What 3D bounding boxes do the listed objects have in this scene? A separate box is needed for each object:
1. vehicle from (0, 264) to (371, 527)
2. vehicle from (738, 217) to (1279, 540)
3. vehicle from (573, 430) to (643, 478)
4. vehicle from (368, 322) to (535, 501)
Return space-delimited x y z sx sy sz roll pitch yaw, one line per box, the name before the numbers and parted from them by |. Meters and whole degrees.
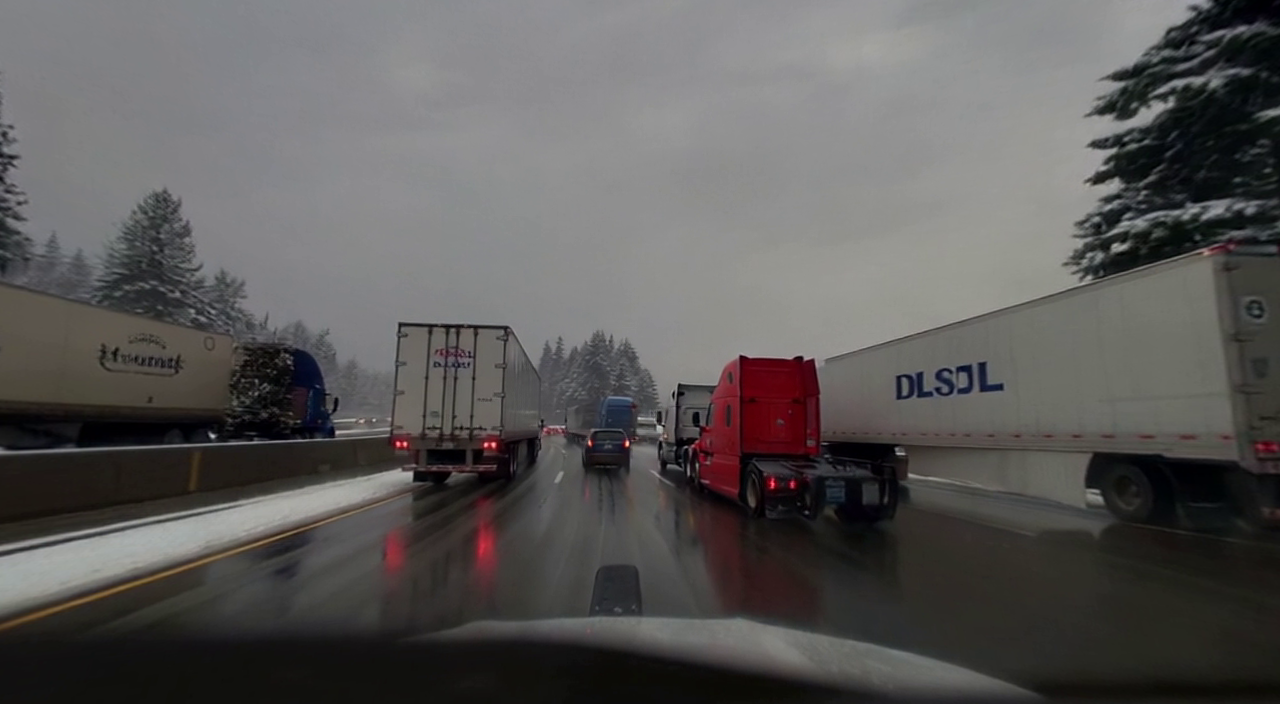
vehicle | -11.065 0.981 12.183 2.867 4.125 14.026 -2 -8 13
vehicle | 7.242 0.970 12.901 2.820 4.084 13.786 4 -8 -26
vehicle | -1.260 3.602 22.630 2.060 1.540 4.374 1 -8 -9
vehicle | -4.717 1.817 17.857 2.822 3.788 8.799 1 -8 -6
